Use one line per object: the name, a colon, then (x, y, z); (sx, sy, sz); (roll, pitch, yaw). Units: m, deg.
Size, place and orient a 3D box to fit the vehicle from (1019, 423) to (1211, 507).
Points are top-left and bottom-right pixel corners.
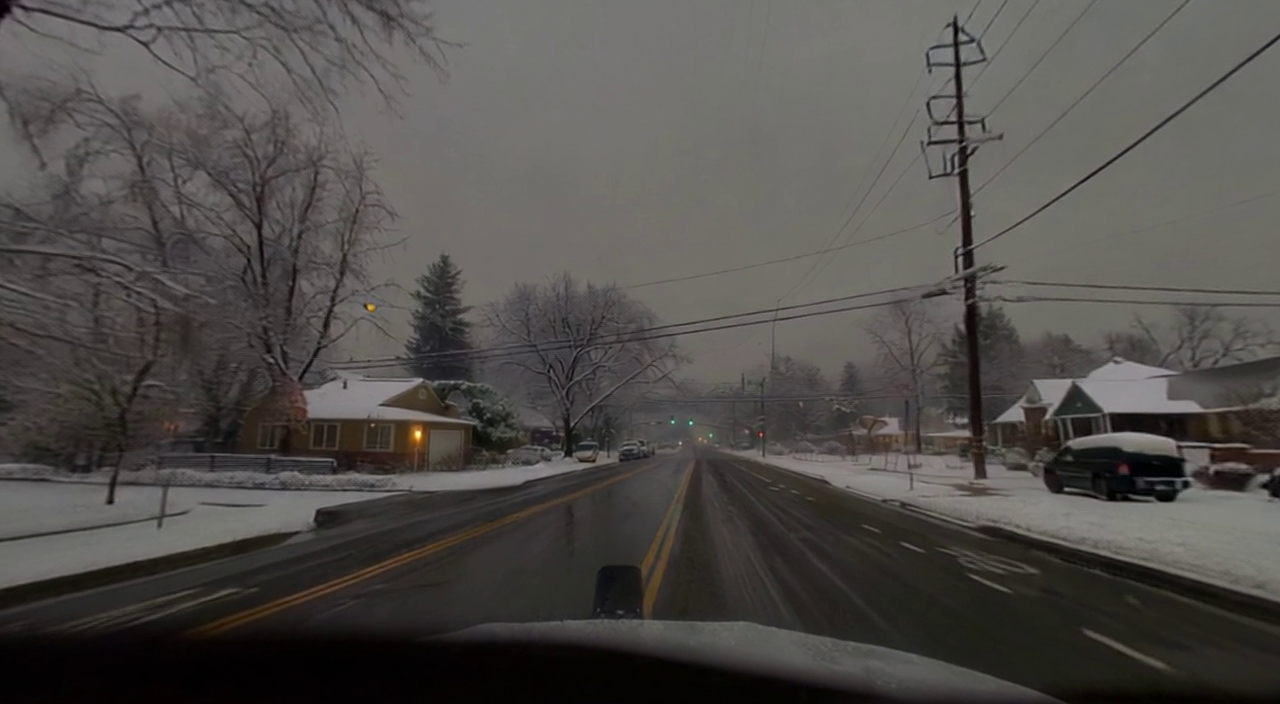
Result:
vehicle: (12.713, 3.049, 17.350); (1.912, 1.953, 4.651); (0, -9, 5)
